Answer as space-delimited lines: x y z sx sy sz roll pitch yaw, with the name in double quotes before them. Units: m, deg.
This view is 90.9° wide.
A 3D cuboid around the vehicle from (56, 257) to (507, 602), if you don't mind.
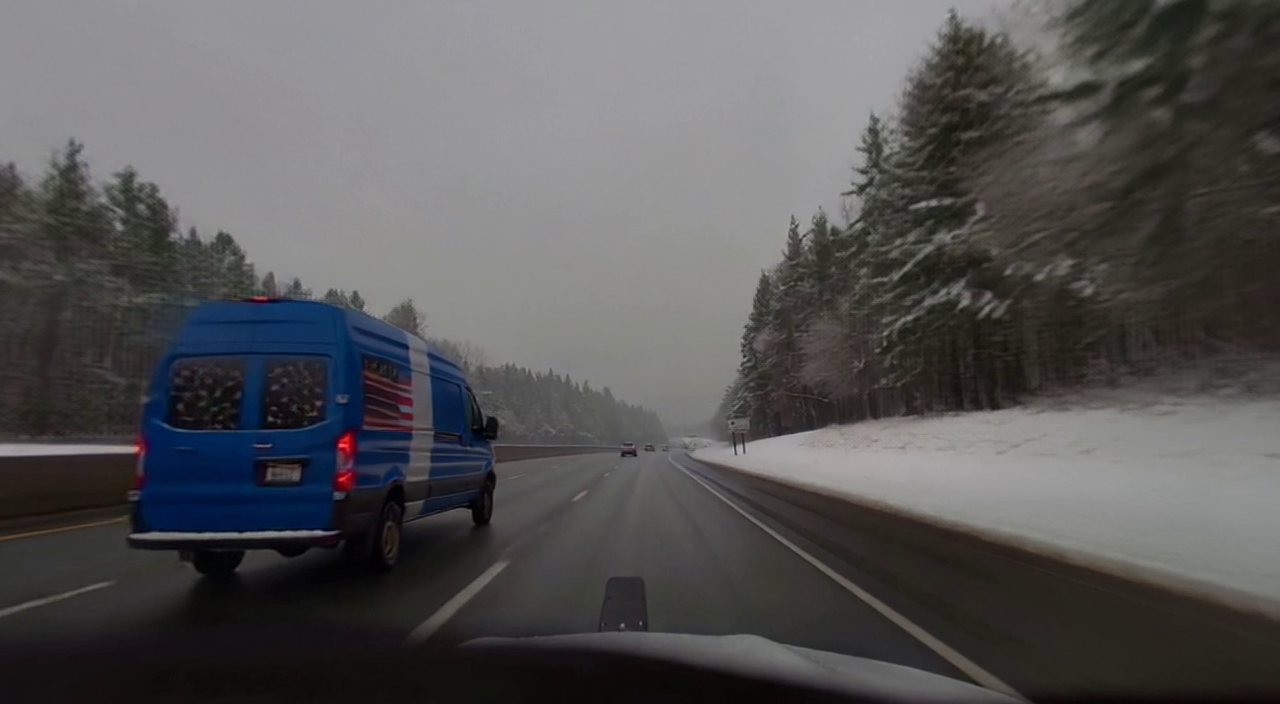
"vehicle" -3.558 1.014 8.126 2.319 2.883 5.632 0 -8 1
